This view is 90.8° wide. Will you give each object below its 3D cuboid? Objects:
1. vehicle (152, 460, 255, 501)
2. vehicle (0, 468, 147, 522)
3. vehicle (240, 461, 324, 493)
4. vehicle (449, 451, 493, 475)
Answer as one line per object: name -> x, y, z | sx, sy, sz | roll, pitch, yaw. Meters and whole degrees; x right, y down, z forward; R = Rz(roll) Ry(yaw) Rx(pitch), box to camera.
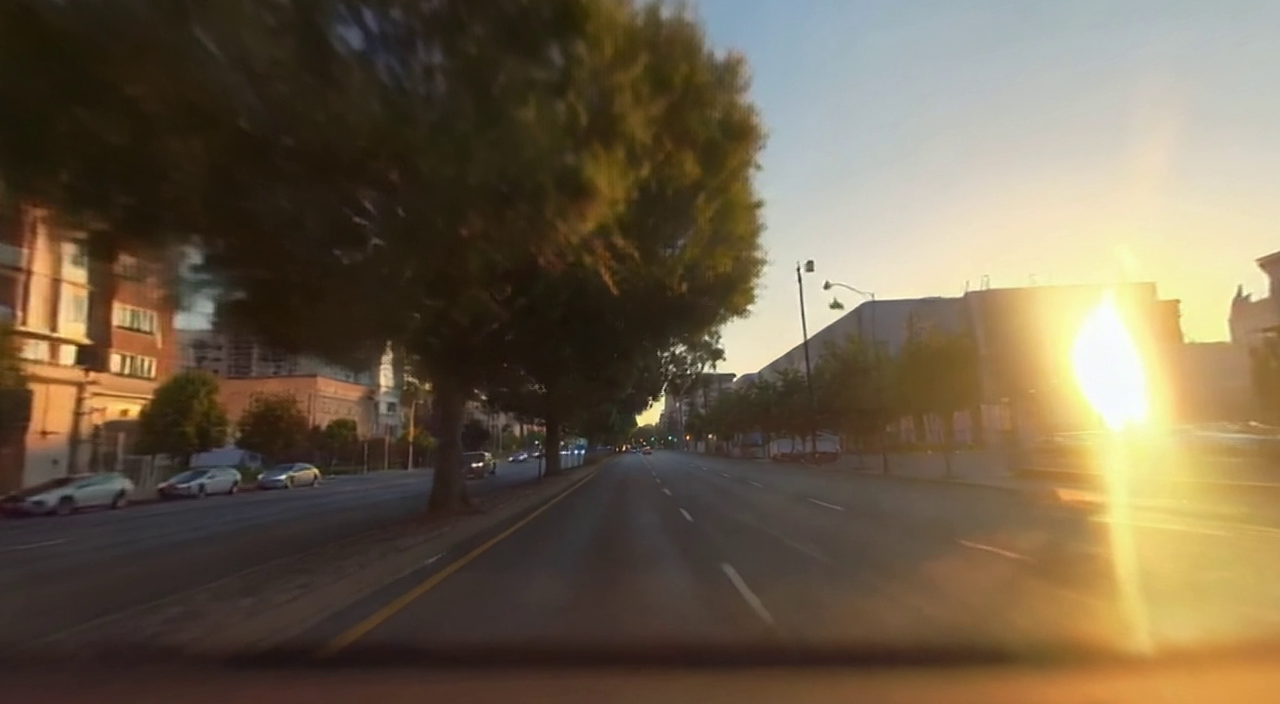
vehicle -> -20.008, 5.874, 29.214 | 1.815, 1.629, 4.123 | 0, -9, -1
vehicle -> -19.862, 4.853, 21.852 | 1.856, 1.479, 4.554 | 0, -9, 1
vehicle -> -20.022, 6.975, 35.627 | 1.870, 1.486, 5.031 | -1, -8, -1
vehicle -> -12.172, 8.012, 45.795 | 1.918, 1.546, 4.683 | 0, -9, 0
